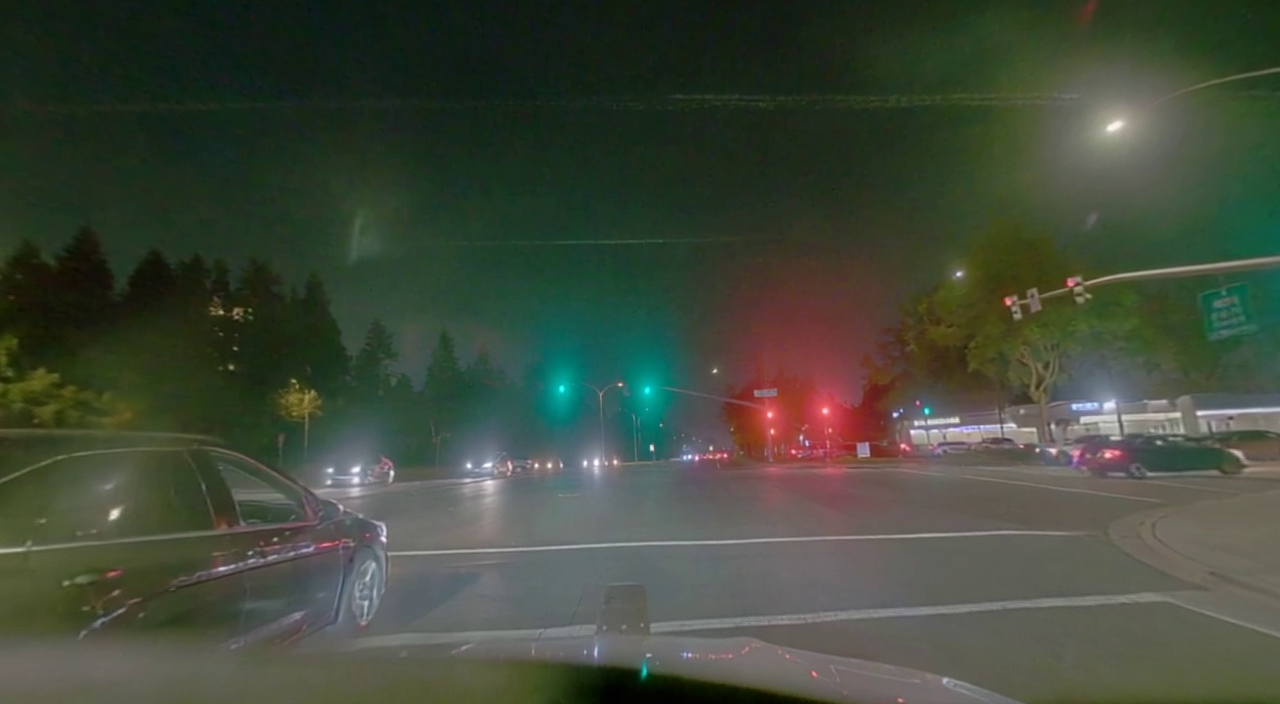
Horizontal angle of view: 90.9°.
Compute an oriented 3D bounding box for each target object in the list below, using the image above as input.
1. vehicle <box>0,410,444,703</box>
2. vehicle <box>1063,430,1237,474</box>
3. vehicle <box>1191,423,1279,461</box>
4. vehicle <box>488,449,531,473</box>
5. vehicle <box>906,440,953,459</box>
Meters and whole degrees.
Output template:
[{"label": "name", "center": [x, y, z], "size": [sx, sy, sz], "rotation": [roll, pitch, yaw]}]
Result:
[{"label": "vehicle", "center": [-2.893, 1.177, 3.592], "size": [1.924, 1.482, 4.734], "rotation": [0, -9, 1]}, {"label": "vehicle", "center": [17.590, 3.481, 21.914], "size": [4.364, 1.450, 1.841], "rotation": [0, -9, 2]}, {"label": "vehicle", "center": [26.809, 3.889, 27.228], "size": [4.240, 1.540, 1.944], "rotation": [1, -9, -5]}, {"label": "vehicle", "center": [-9.758, 8.171, 47.432], "size": [1.905, 1.724, 4.449], "rotation": [-1, -9, 5]}, {"label": "vehicle", "center": [22.393, 7.509, 48.611], "size": [1.930, 1.410, 4.313], "rotation": [-8, -12, 43]}]
